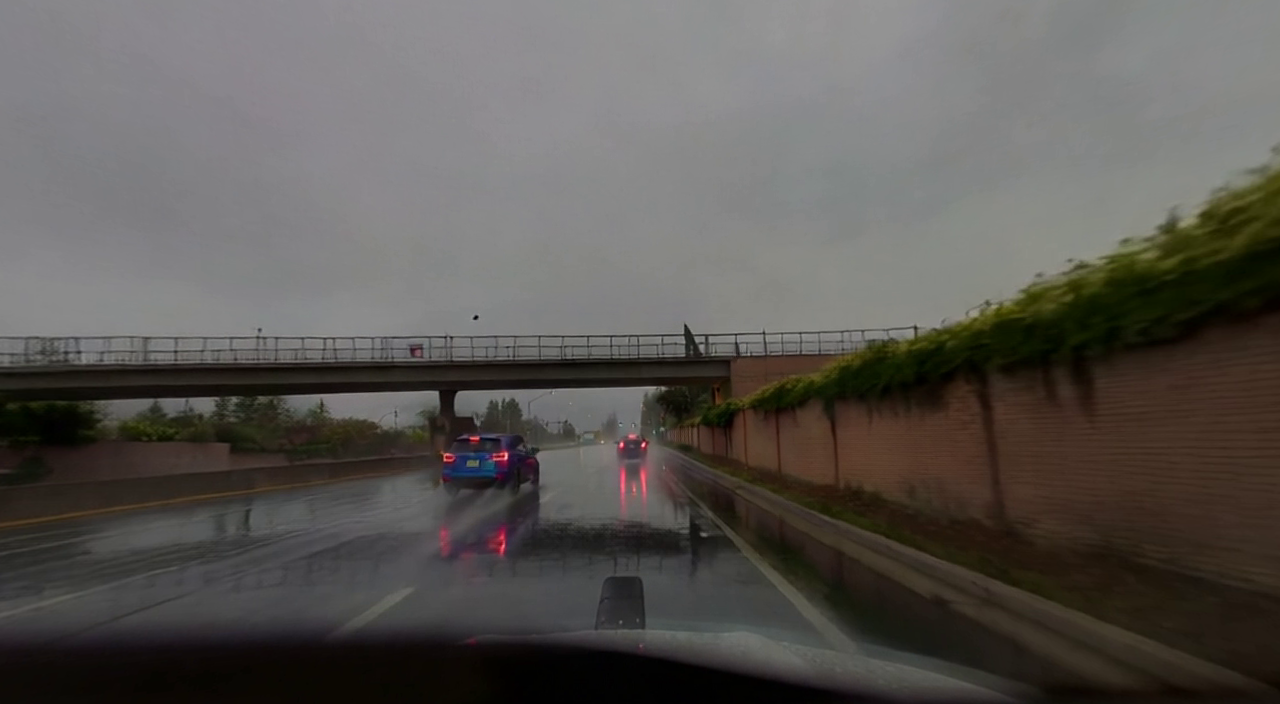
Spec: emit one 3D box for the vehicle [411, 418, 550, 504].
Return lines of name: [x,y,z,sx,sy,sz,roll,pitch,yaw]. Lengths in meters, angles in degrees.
vehicle: [-3.738,2.674,15.842,2.223,1.771,4.581,-2,-8,1]

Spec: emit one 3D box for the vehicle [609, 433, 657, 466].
vehicle: [-0.342,4.886,31.754,2.205,1.509,4.272,0,-8,0]
